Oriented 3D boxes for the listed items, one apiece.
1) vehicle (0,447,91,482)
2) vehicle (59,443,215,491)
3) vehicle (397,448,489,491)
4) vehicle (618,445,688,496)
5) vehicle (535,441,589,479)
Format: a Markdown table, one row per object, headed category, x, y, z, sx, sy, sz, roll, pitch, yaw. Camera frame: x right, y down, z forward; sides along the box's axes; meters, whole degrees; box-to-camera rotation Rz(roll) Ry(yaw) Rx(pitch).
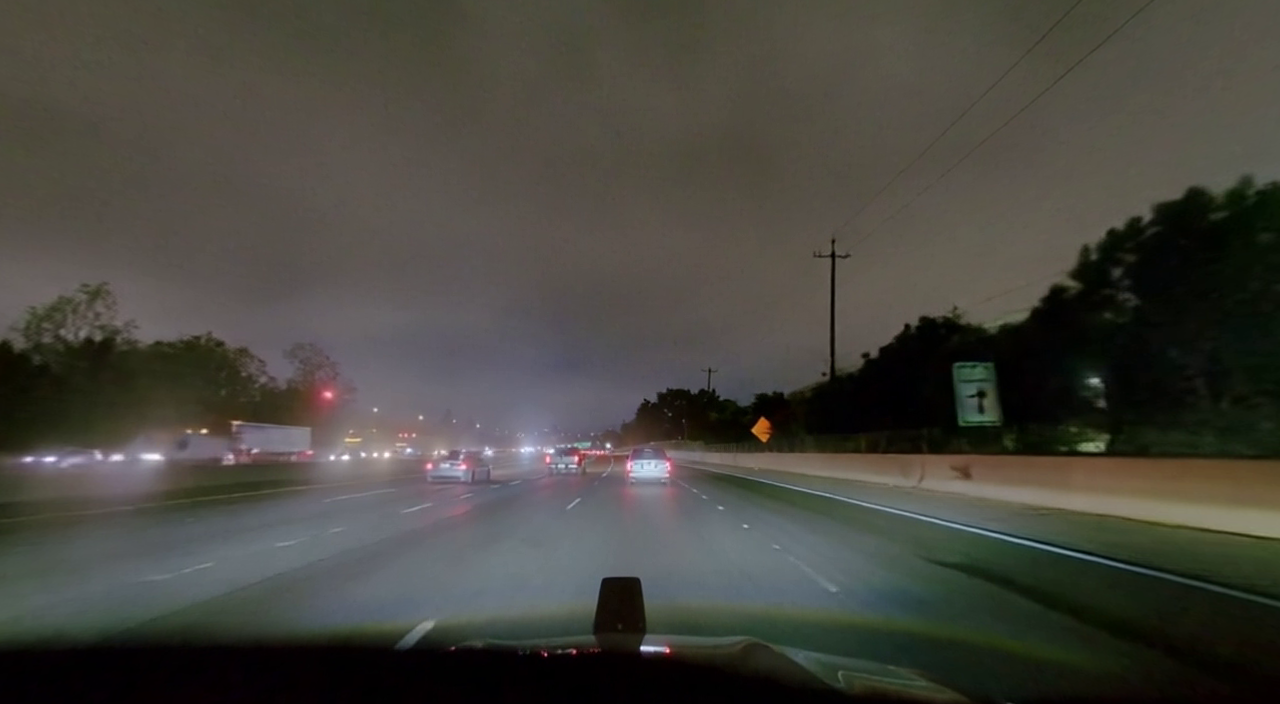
| category | x | y | z | sx | sy | sz | roll | pitch | yaw |
| --- | --- | --- | --- | --- | --- | --- | --- | --- | --- |
| vehicle | -29.781 | 5.481 | 31.090 | 1.822 | 1.595 | 4.076 | 0 | -9 | -3 |
| vehicle | -26.065 | 5.947 | 33.233 | 2.635 | 2.237 | 6.970 | 0 | -9 | -2 |
| vehicle | -7.313 | 4.386 | 23.993 | 1.974 | 1.464 | 4.733 | 0 | -9 | 0 |
| vehicle | 0.340 | 3.865 | 20.980 | 2.082 | 1.482 | 4.126 | 0 | -9 | -2 |
| vehicle | -3.915 | 5.527 | 32.496 | 2.289 | 1.777 | 4.534 | 0 | -9 | -1 |
